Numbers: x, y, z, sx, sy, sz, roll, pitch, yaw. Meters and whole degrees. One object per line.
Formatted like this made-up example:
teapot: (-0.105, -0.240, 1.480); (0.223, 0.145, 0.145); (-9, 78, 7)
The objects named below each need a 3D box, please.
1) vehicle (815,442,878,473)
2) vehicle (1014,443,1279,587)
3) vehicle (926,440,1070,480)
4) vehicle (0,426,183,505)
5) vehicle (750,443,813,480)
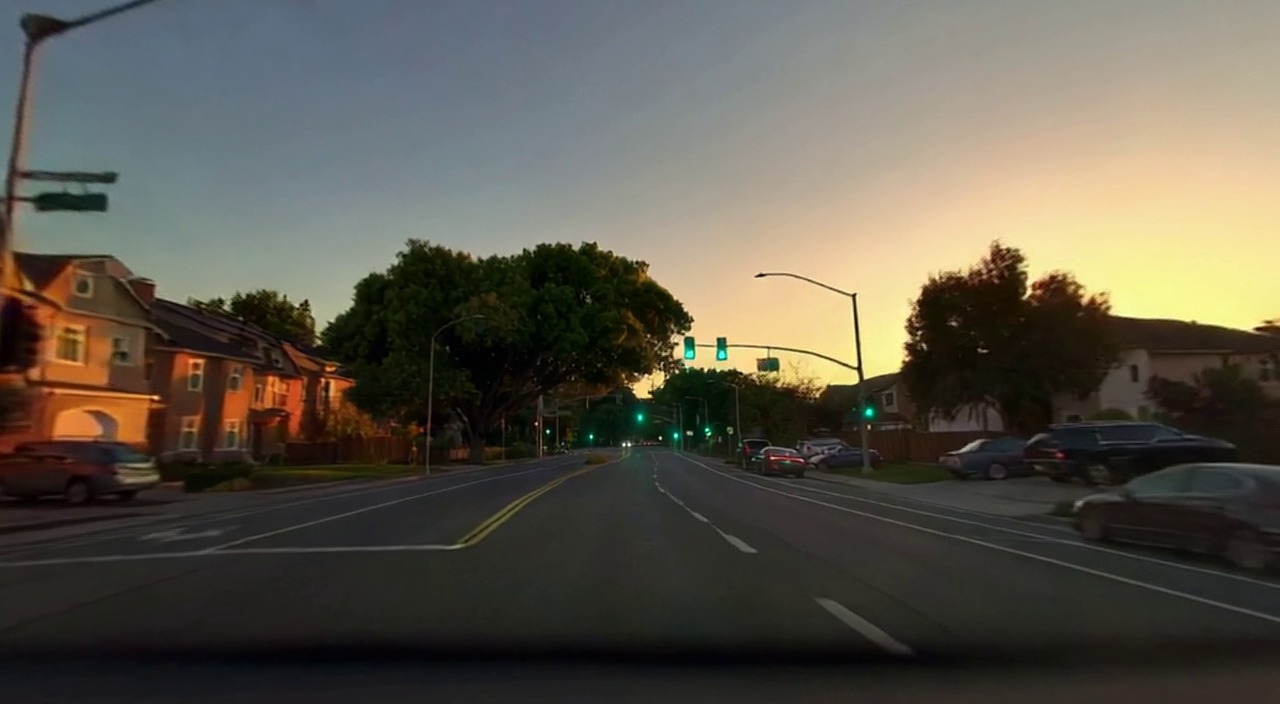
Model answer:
vehicle: (10.936, 5.613, 33.795); (1.925, 1.490, 4.475); (-1, -9, 2)
vehicle: (7.676, 2.073, 8.671); (1.934, 1.504, 4.928); (4, -9, -3)
vehicle: (13.692, 4.143, 24.374); (4.366, 1.457, 1.910); (-1, -8, 3)
vehicle: (-17.547, 3.389, 19.224); (5.096, 2.070, 2.687); (2, -9, 2)
vehicle: (7.023, 5.458, 31.781); (2.064, 1.498, 4.877); (5, -8, 2)
